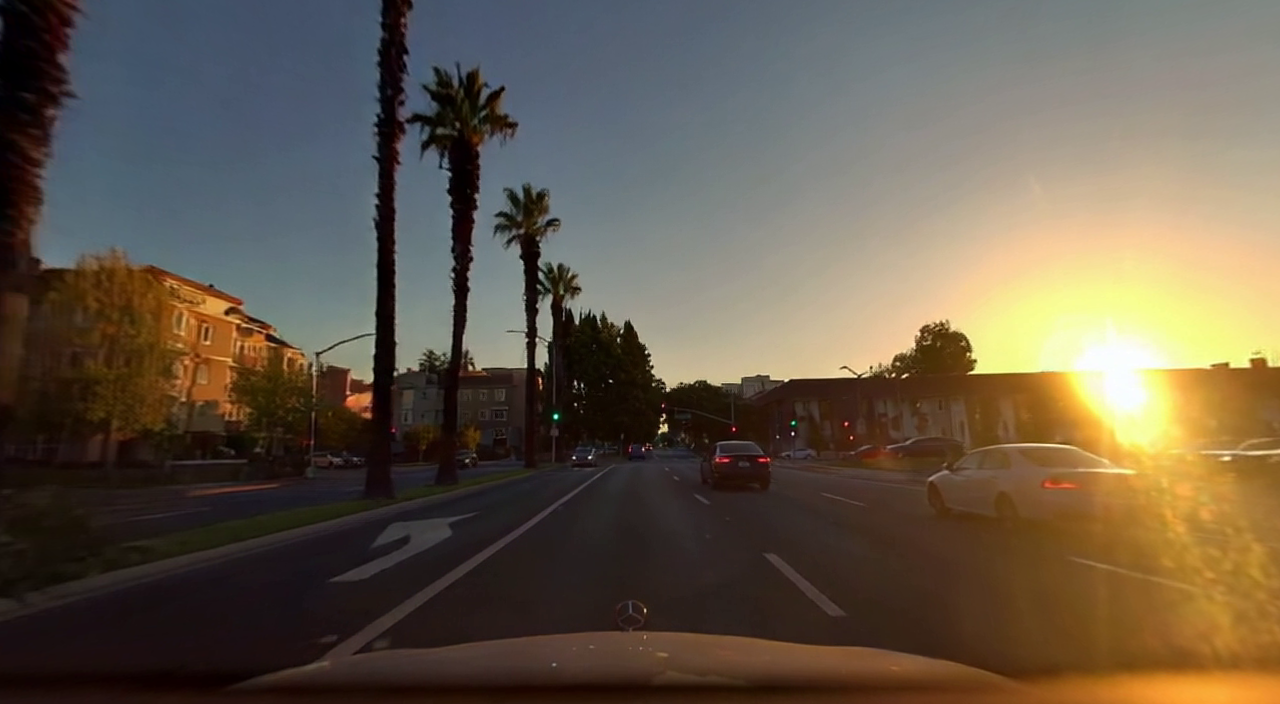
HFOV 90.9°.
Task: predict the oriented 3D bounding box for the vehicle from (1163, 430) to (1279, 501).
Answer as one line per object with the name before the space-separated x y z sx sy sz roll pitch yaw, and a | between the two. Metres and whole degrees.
vehicle | 17.850 3.094 17.456 4.747 1.807 2.251 0 -8 -3

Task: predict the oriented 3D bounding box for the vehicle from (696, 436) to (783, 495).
vehicle | 2.977 3.506 19.834 2.009 1.639 4.267 0 -9 0

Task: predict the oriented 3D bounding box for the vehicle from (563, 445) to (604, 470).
vehicle | -3.574 6.739 40.372 2.037 1.472 4.152 0 -9 3

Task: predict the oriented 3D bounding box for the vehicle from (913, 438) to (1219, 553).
vehicle | 6.529 2.208 10.512 1.890 1.471 4.566 0 -9 0
